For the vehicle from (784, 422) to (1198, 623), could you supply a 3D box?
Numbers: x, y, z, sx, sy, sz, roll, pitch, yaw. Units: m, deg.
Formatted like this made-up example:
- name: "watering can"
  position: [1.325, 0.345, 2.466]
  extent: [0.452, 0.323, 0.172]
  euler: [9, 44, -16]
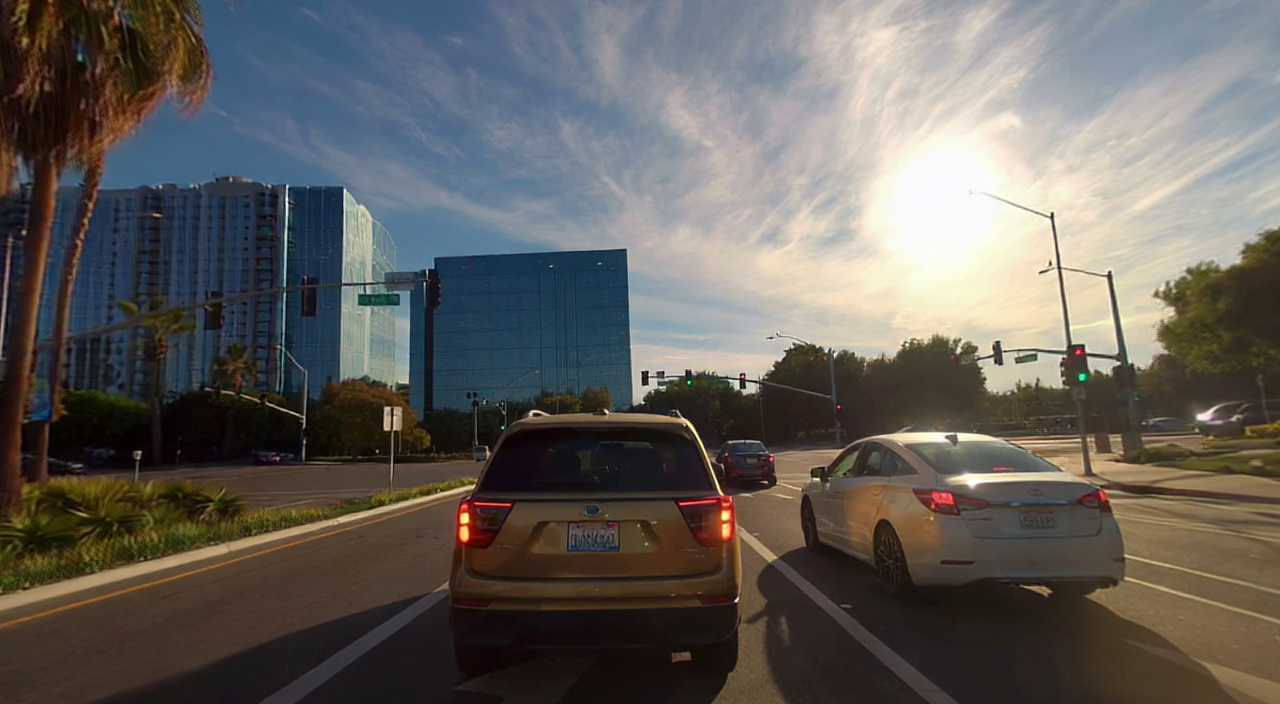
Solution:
- name: "vehicle"
  position: [3.118, 1.603, 6.953]
  extent: [1.971, 1.473, 4.495]
  euler: [0, -8, 0]

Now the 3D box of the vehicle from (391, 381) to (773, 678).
- name: "vehicle"
  position: [-0.334, 1.313, 5.695]
  extent: [2.172, 1.694, 4.055]
  euler: [0, -8, 0]

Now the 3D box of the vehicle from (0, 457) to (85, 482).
- name: "vehicle"
  position: [-45.442, 8.822, 47.248]
  extent: [5.347, 1.785, 2.123]
  euler: [0, -8, 2]
